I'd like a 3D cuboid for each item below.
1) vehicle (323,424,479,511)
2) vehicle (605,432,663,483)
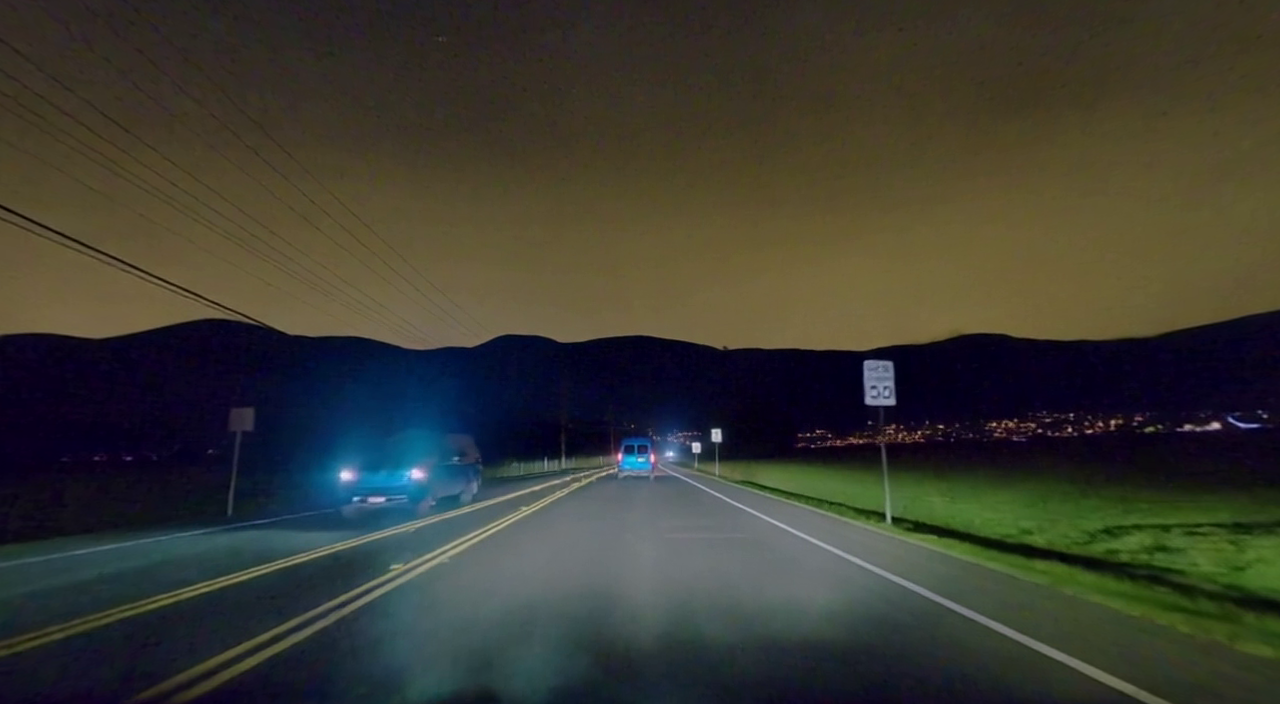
[{"bbox_3d":[-6.538,3.213,18.059,2.213,2.108,5.027,0,-9,4],"label":"vehicle"},{"bbox_3d":[-0.204,4.822,29.091,2.454,2.144,4.535,0,-8,1],"label":"vehicle"}]
